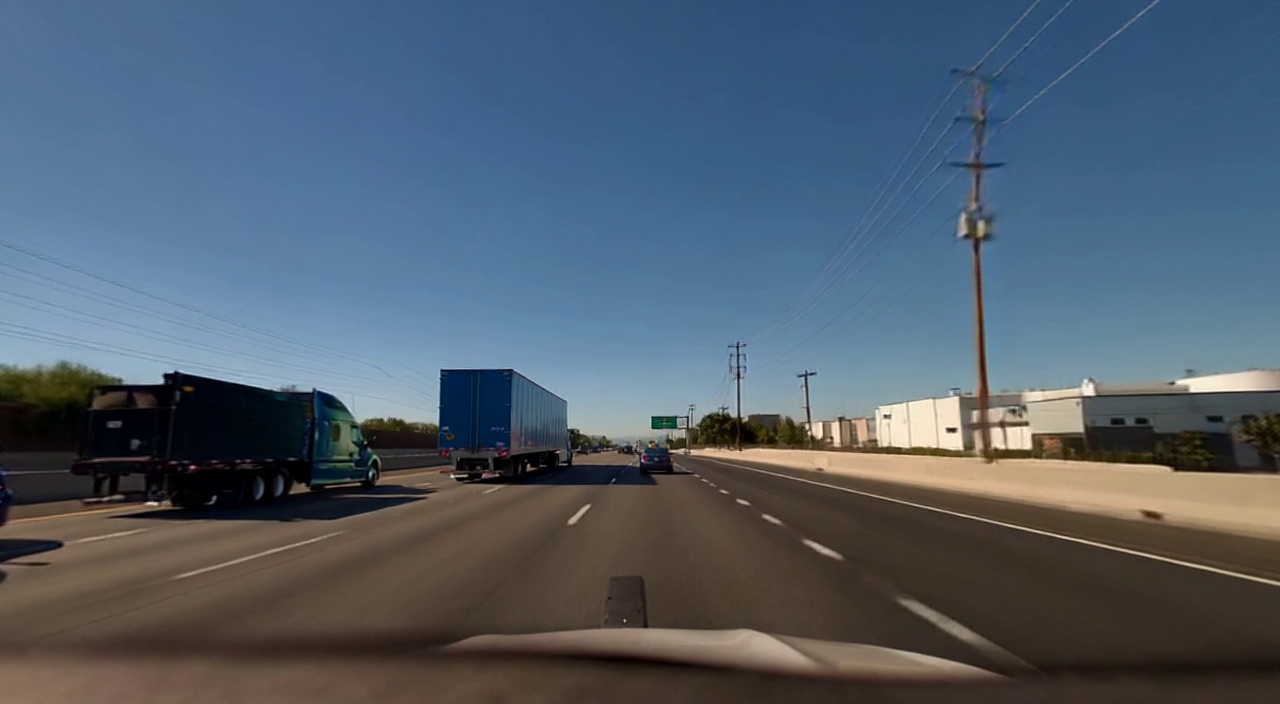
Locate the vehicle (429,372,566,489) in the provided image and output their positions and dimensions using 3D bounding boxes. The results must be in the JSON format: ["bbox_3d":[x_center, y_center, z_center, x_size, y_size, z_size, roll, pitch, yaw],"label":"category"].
[{"bbox_3d":[-5.861,3.861,29.774,2.907,4.081,15.311,0,-8,0],"label":"vehicle"}]

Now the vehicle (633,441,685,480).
[{"bbox_3d":[0.745,4.604,27.035,2.055,1.514,4.323,0,-8,0],"label":"vehicle"}]

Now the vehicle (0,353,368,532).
[{"bbox_3d":[-10.494,2.284,15.923,2.896,3.140,9.491,0,-8,1],"label":"vehicle"}]
